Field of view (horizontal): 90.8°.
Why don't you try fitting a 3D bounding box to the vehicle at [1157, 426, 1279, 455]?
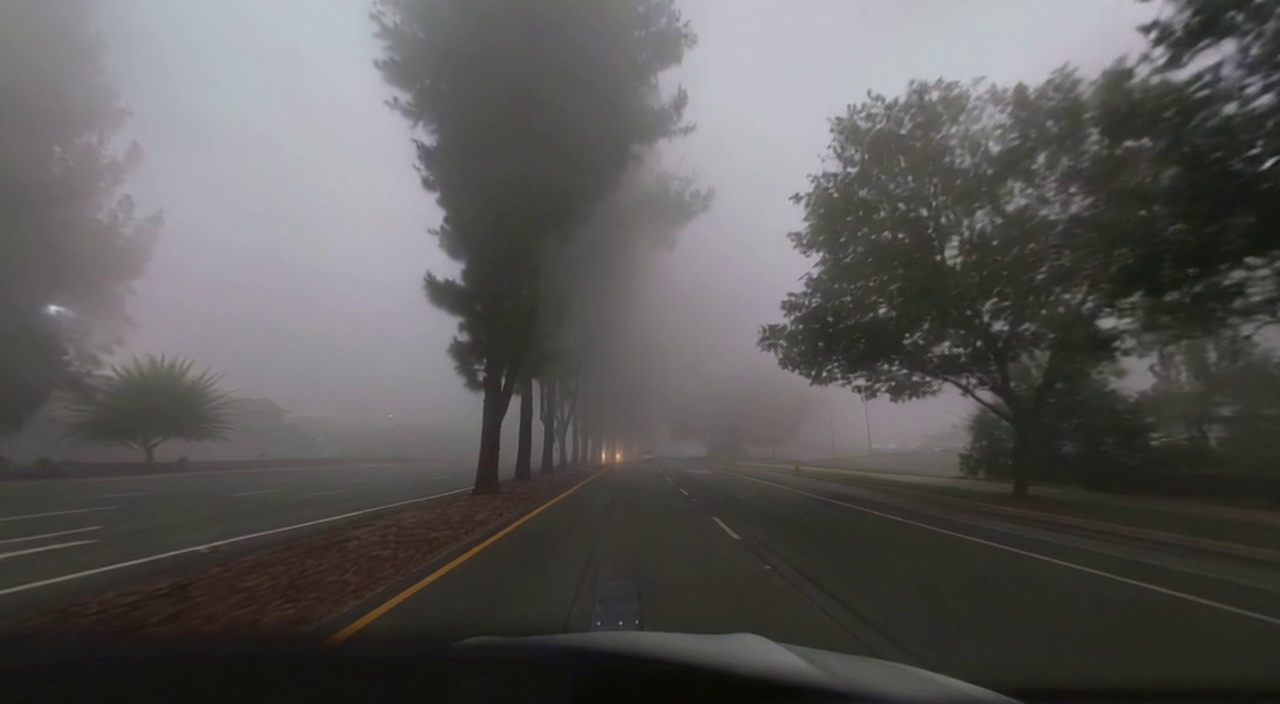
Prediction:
[{"bbox_3d":[44.624,6.850,48.578,2.249,2.055,7.098,3,-9,-24],"label":"vehicle"}]
